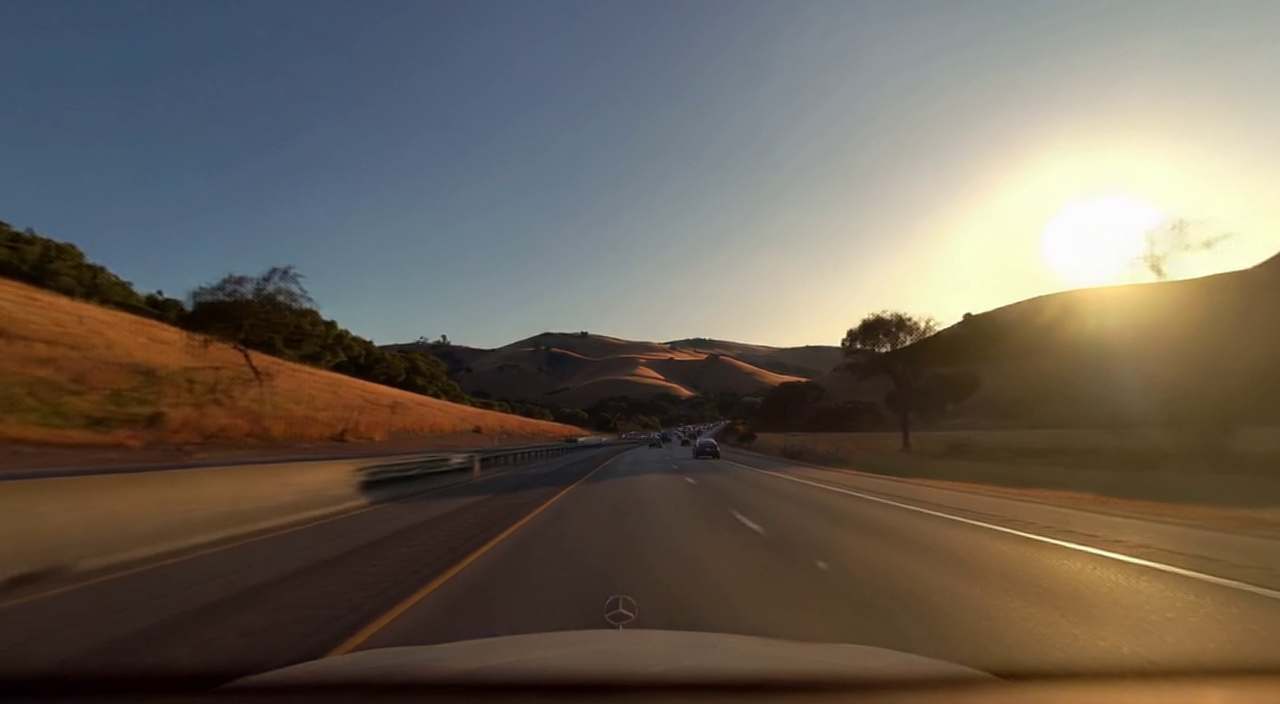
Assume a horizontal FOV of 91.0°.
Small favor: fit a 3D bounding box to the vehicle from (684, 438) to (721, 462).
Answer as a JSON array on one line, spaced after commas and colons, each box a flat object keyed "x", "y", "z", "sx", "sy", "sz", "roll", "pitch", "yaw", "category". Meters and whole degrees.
[{"x": 4.003, "y": 6.353, "z": 40.975, "sx": 1.943, "sy": 1.490, "sz": 4.246, "roll": 0, "pitch": -8, "yaw": 0, "category": "vehicle"}]
